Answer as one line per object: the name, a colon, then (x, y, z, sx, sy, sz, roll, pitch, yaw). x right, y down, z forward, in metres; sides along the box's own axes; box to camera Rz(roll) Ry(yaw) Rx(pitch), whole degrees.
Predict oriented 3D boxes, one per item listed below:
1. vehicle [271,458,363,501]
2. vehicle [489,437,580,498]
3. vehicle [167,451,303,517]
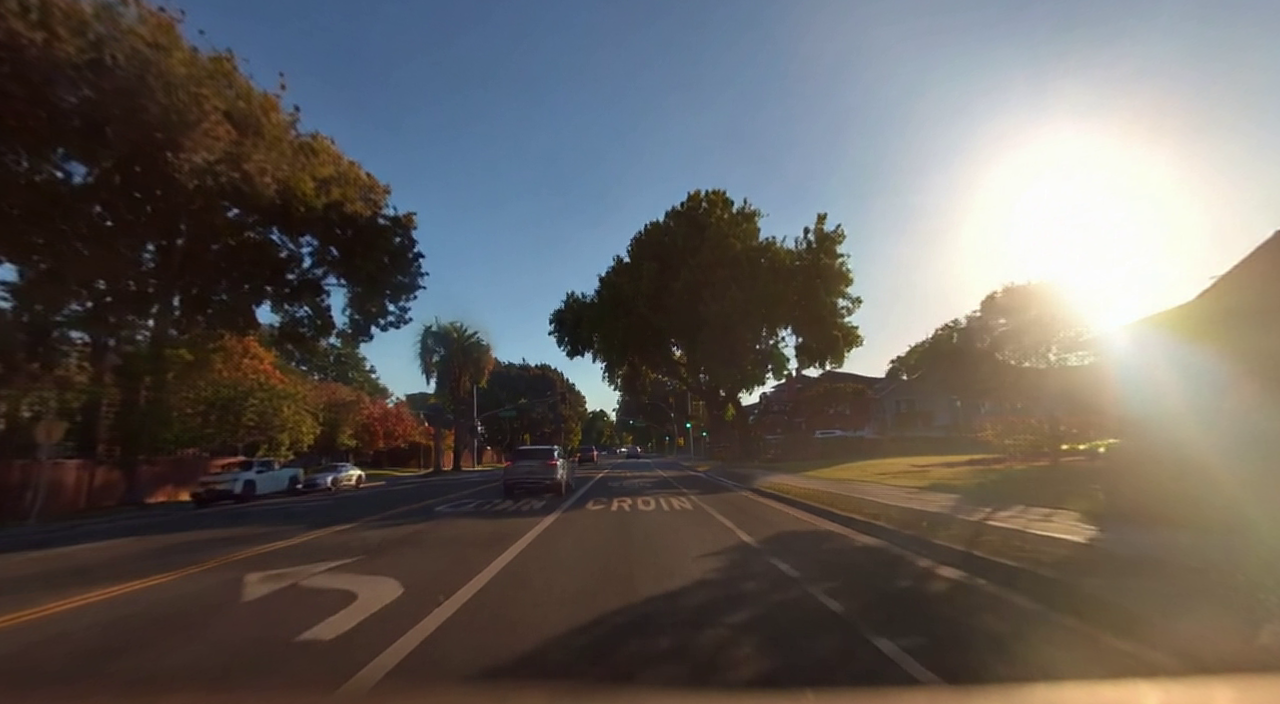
vehicle: (-14.391, 5.675, 28.399, 1.860, 1.490, 4.542, -3, -7, -1)
vehicle: (-3.247, 3.674, 20.457, 2.084, 1.701, 4.734, 0, -9, 0)
vehicle: (-14.228, 4.584, 22.568, 1.972, 1.887, 4.777, -2, -8, -4)
